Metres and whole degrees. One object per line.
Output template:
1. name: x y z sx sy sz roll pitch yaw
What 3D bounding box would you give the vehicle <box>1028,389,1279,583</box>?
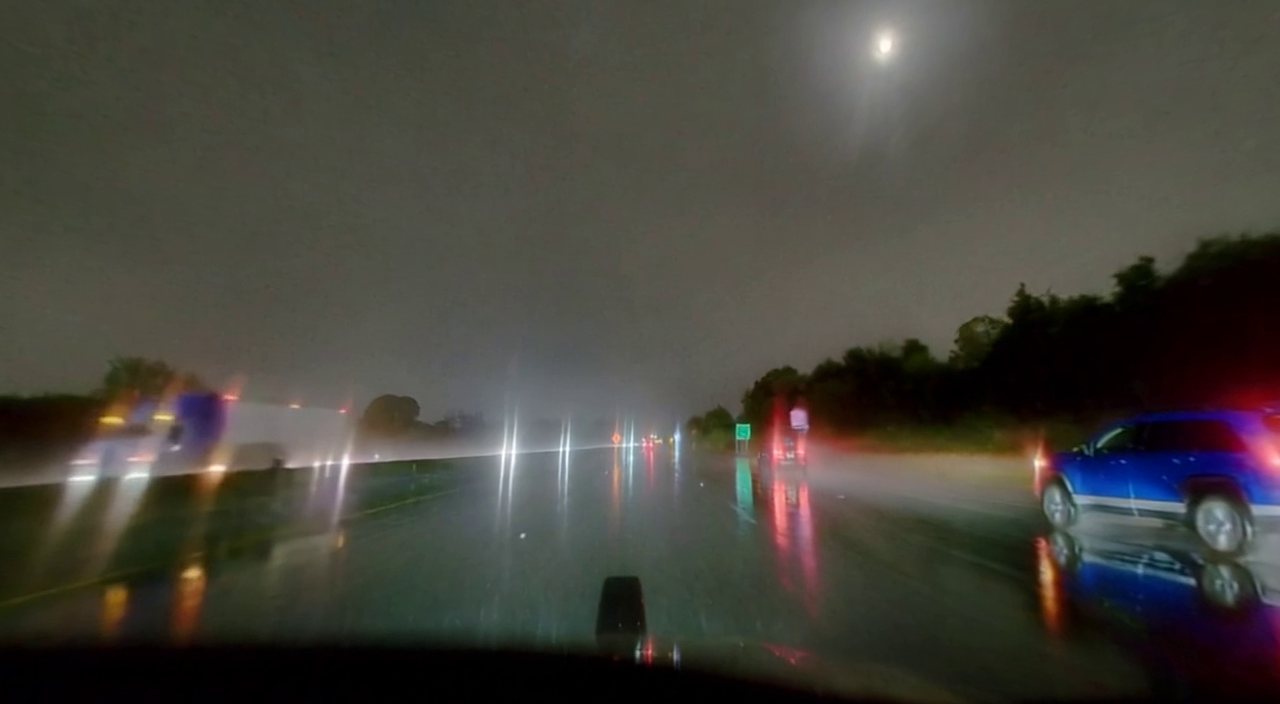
1. vehicle: 7.264 1.479 7.307 2.186 1.848 5.136 0 -9 0

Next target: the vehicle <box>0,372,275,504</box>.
1. vehicle: -16.840 3.013 21.559 2.944 3.531 9.250 0 -9 1

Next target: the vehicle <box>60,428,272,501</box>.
1. vehicle: -12.956 3.103 17.785 2.080 1.752 4.892 0 -9 1
